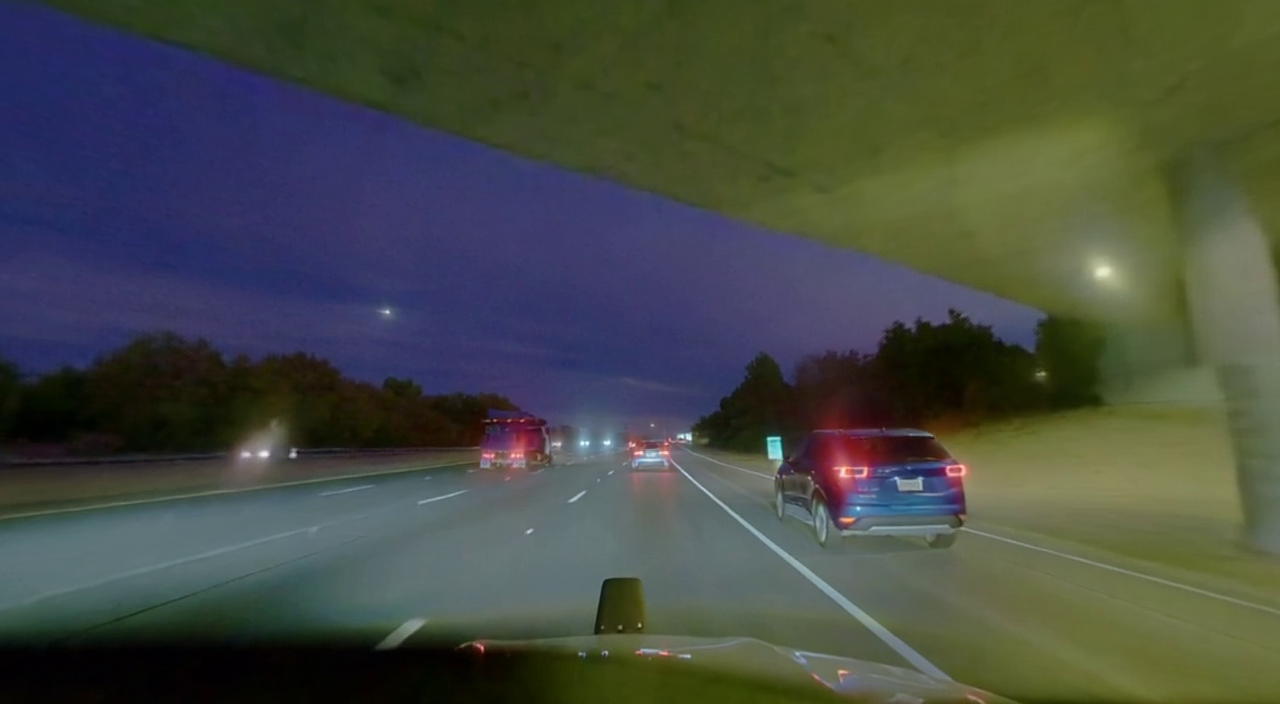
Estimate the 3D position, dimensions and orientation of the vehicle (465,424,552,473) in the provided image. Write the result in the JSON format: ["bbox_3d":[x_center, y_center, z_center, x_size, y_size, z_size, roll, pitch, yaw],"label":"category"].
[{"bbox_3d":[-6.541,4.939,32.543,2.827,2.236,7.057,0,-8,1],"label":"vehicle"}]

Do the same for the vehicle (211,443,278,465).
[{"bbox_3d":[-28.440,7.337,45.546,1.791,1.461,4.568,0,-8,2],"label":"vehicle"}]

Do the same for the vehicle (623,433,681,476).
[{"bbox_3d":[0.507,4.447,27.535,2.336,1.722,4.212,0,-8,0],"label":"vehicle"}]
